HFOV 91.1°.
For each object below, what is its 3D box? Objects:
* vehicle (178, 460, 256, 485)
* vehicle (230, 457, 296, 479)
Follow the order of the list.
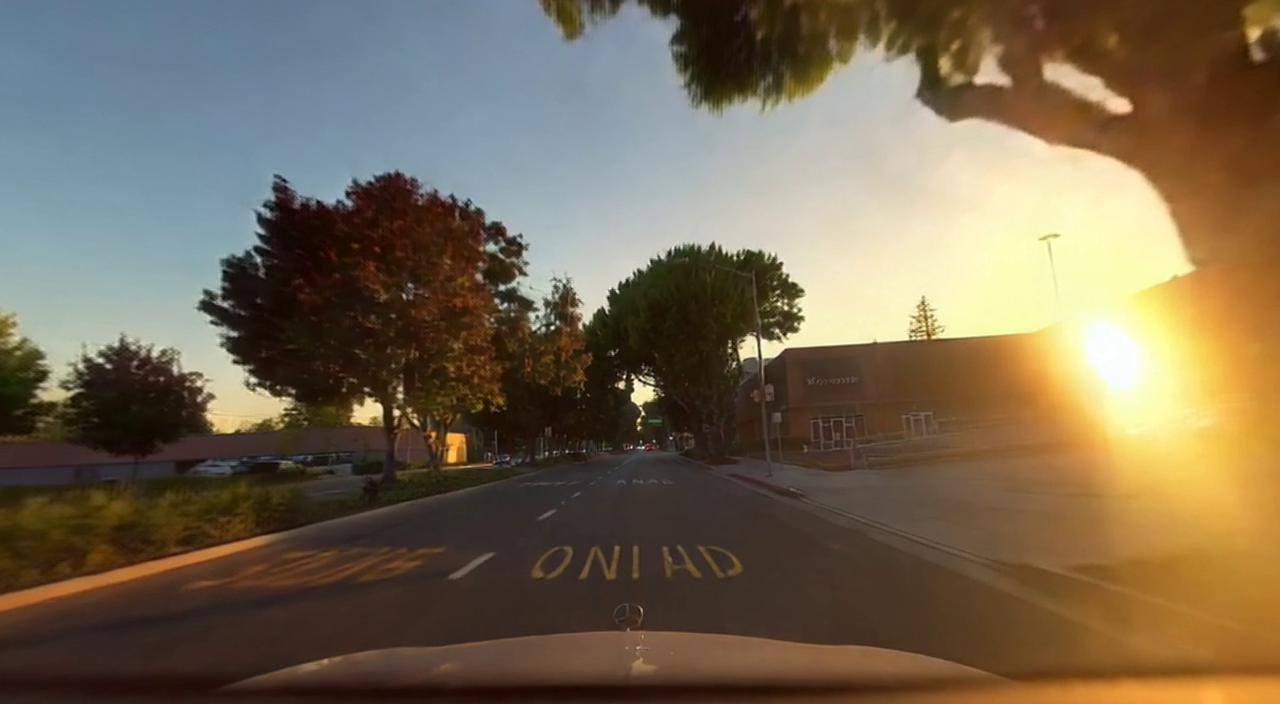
[{"bbox_3d":[-27.720,7.876,41.209,3.797,1.527,1.830,0,-9,0],"label":"vehicle"},{"bbox_3d":[-28.332,8.697,47.239,3.664,1.564,2.023,0,-9,1],"label":"vehicle"}]
